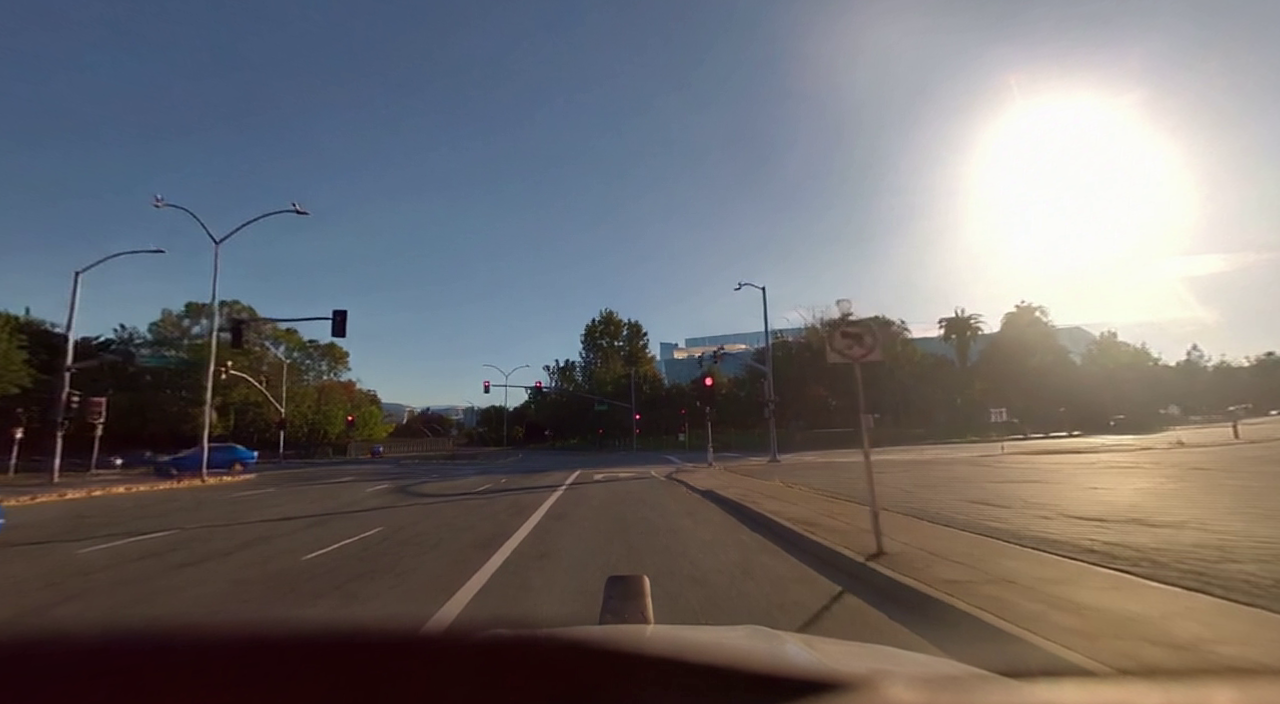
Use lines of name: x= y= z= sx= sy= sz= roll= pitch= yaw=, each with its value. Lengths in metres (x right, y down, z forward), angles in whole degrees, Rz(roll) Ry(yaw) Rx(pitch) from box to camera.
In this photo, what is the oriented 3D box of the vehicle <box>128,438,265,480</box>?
vehicle: x=-17.858 y=4.292 z=25.705 sx=1.837 sy=1.530 sz=4.570 roll=-2 pitch=-8 yaw=9
